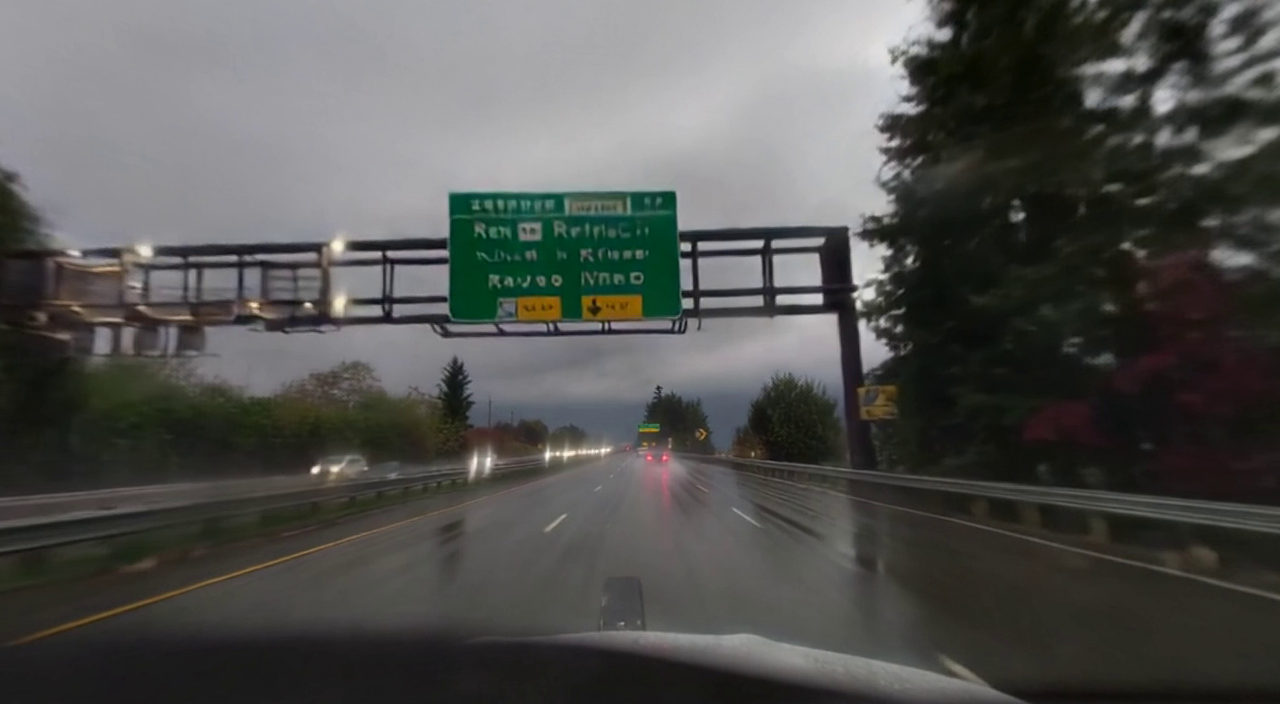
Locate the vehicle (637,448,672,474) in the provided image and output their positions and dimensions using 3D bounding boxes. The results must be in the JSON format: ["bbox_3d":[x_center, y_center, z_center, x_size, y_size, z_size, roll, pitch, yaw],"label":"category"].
[{"bbox_3d":[0.836,6.708,38.903,2.036,1.457,3.471,0,-9,-1],"label":"vehicle"}]
